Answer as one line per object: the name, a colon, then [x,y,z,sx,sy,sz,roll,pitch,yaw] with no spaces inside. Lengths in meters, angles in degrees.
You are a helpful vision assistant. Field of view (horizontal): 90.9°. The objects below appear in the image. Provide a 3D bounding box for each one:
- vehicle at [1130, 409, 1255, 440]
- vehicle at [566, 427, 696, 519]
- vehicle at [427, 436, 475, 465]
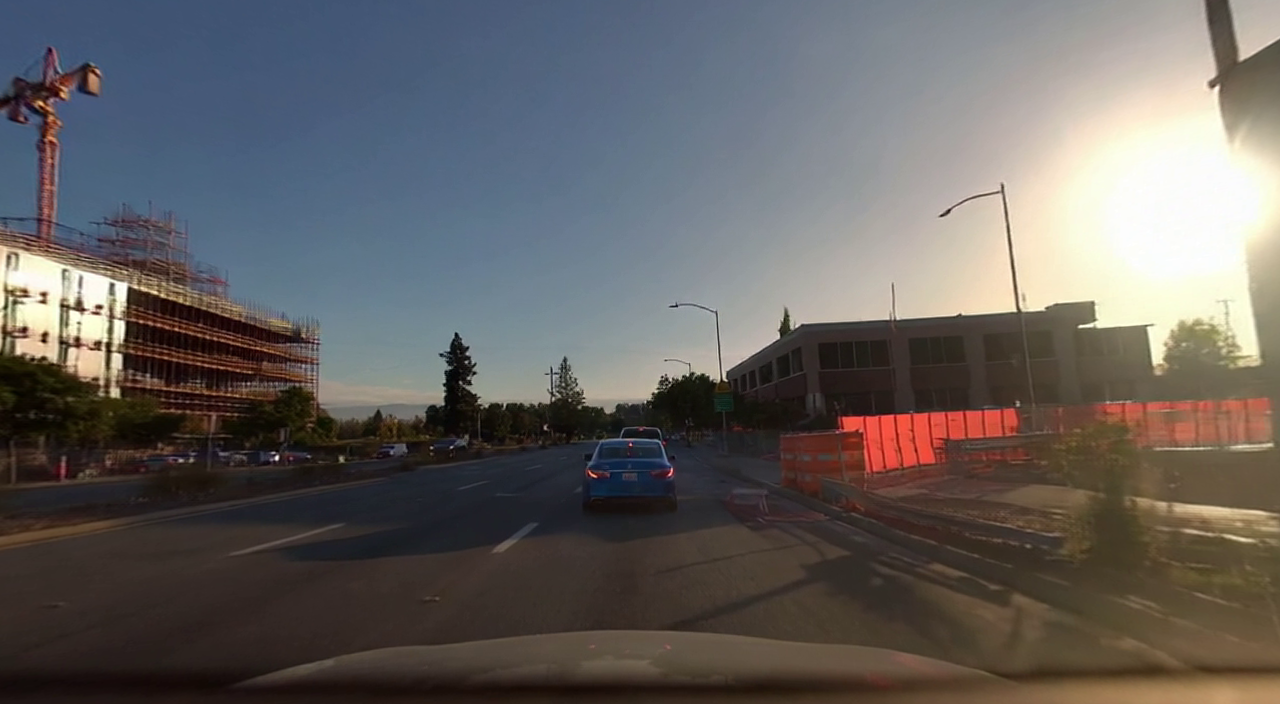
vehicle: [27.758,3.673,31.777,4.455,1.494,1.926,0,-9,0]
vehicle: [-0.138,2.268,12.352,2.112,1.482,4.076,0,-8,0]
vehicle: [-10.418,5.360,34.532,2.072,1.465,4.394,3,-9,-22]
